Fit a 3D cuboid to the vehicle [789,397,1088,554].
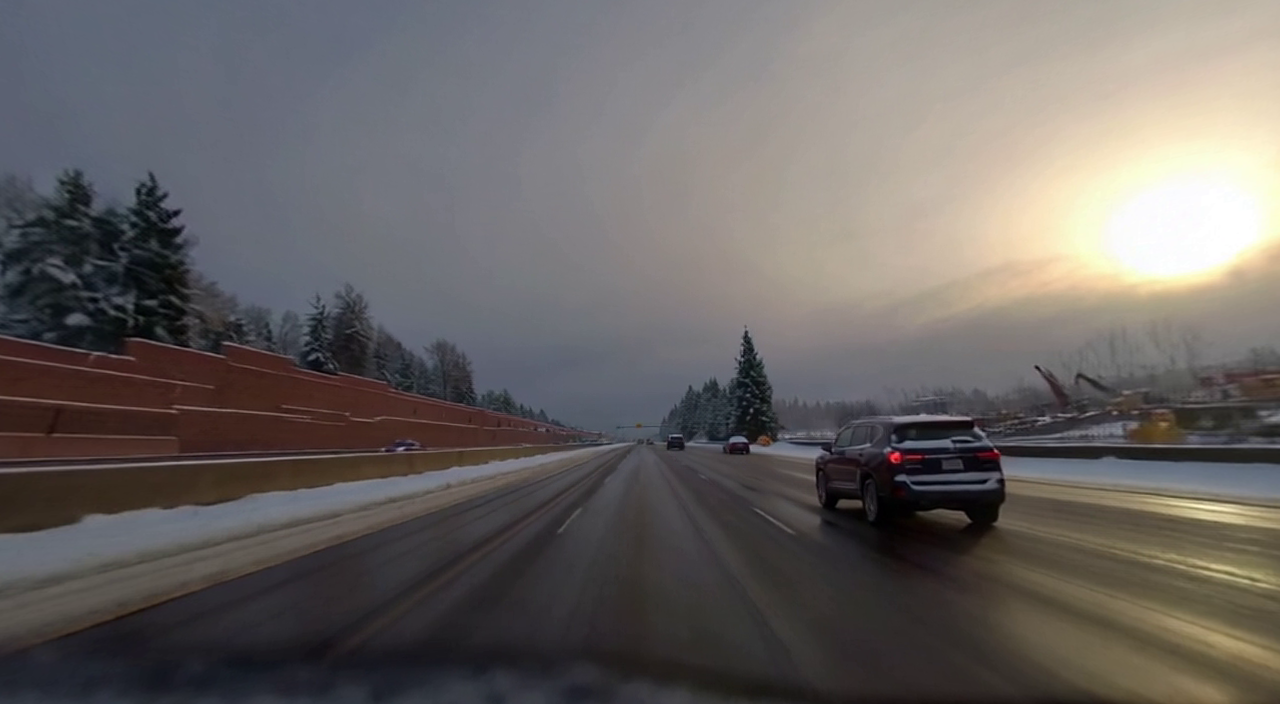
[{"bbox_3d":[3.972,1.750,9.587,2.190,1.783,4.637,0,-8,-1],"label":"vehicle"}]
